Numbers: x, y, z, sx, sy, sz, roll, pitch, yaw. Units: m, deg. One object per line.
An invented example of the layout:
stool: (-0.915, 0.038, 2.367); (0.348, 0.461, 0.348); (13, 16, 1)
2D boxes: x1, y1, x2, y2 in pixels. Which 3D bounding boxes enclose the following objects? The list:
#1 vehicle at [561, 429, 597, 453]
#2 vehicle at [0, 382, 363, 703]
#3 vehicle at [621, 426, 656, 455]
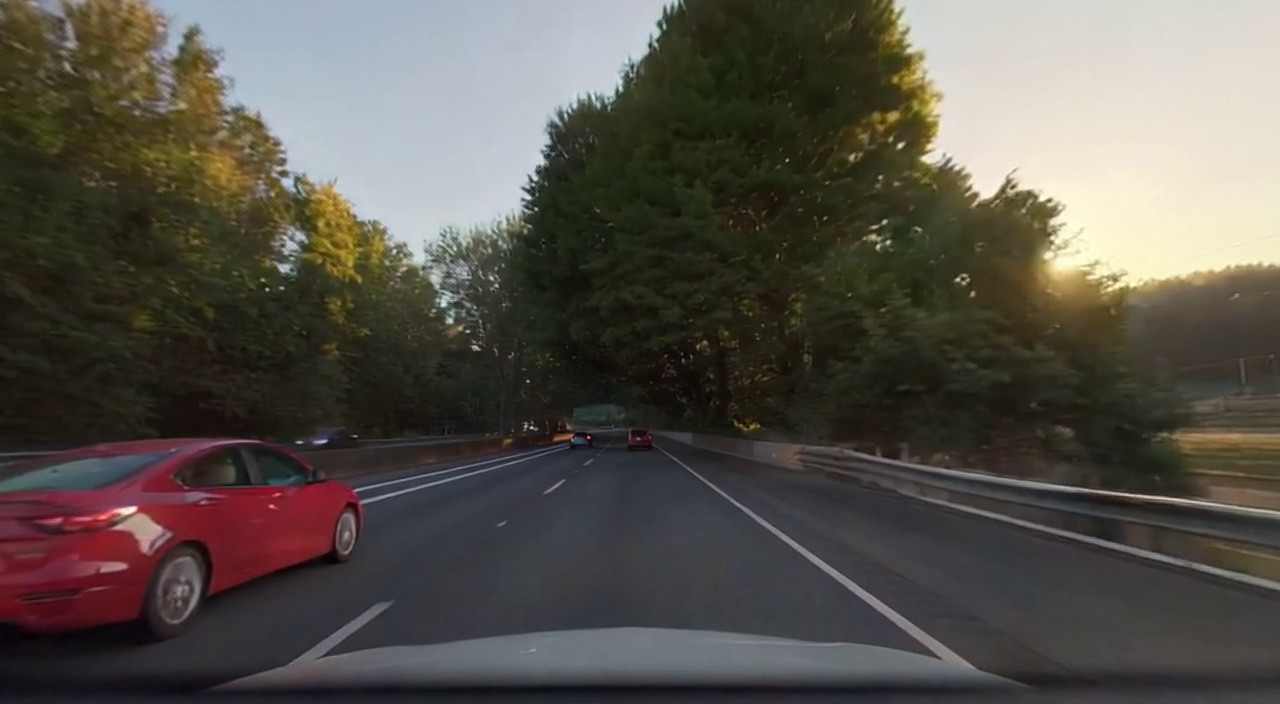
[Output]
vehicle: (-4.269, 6.304, 44.590); (2.055, 1.610, 4.116); (0, -8, 1)
vehicle: (-3.924, 1.124, 4.641); (1.958, 1.486, 3.988); (0, -8, 0)
vehicle: (-0.105, 5.771, 41.152); (2.170, 1.790, 4.490); (0, -8, -1)
